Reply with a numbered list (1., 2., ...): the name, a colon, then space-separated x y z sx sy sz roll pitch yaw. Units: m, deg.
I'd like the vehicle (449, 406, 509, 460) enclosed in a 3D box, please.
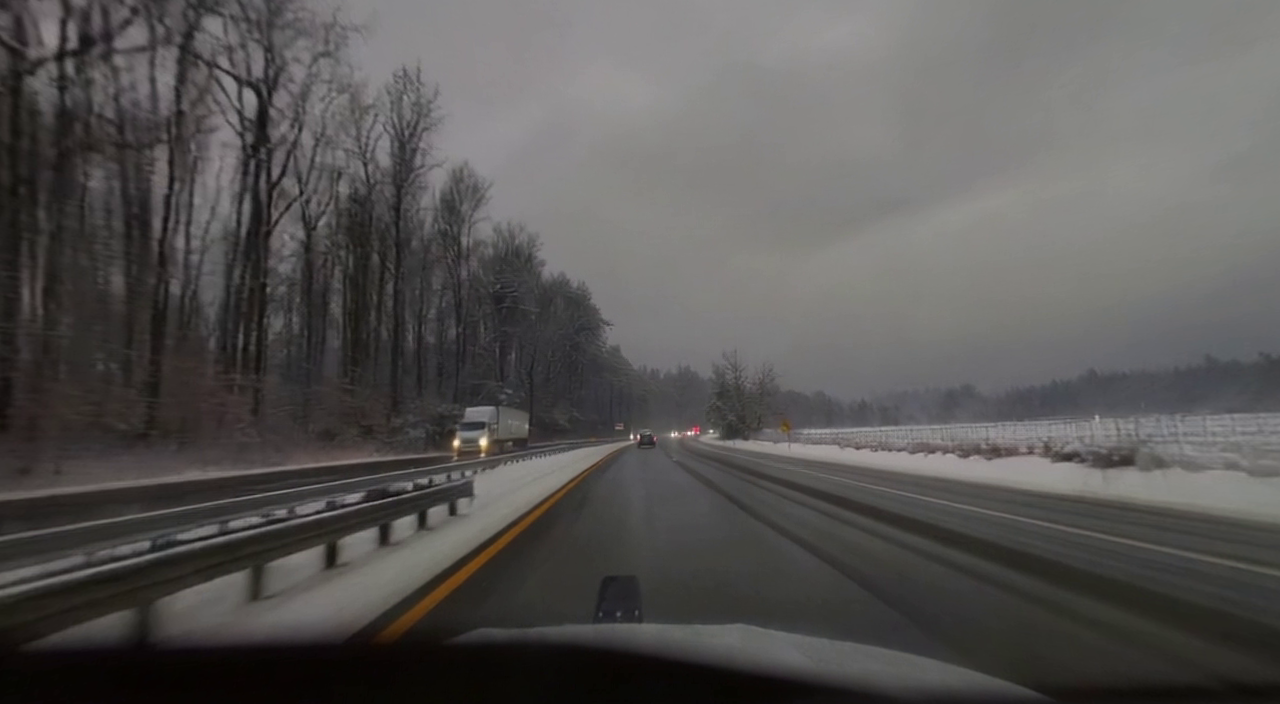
1. vehicle: -12.248 6.275 48.598 2.972 3.853 5.744 0 -8 1
